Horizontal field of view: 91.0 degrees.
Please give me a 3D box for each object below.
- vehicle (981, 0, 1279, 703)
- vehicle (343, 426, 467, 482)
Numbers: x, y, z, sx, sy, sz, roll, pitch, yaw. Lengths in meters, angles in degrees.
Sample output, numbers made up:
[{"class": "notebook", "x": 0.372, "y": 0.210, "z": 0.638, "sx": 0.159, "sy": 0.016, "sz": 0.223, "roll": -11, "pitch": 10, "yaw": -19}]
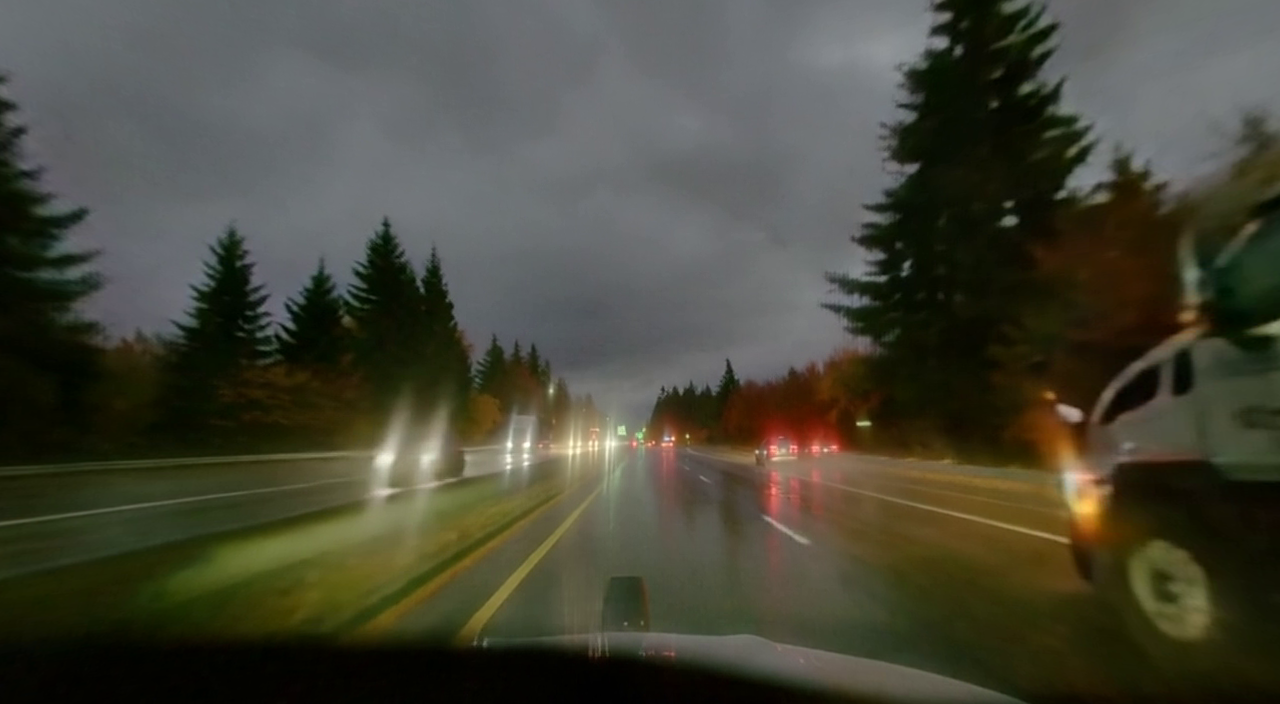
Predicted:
[{"class": "vehicle", "x": 4.060, "y": -0.476, "z": 1.088, "sx": 3.057, "sy": 4.041, "sz": 6.788, "roll": 0, "pitch": -8, "yaw": 1}, {"class": "vehicle", "x": -7.490, "y": 3.306, "z": 20.694, "sx": 2.112, "sy": 1.626, "sz": 4.815, "roll": 0, "pitch": -8, "yaw": 1}]
